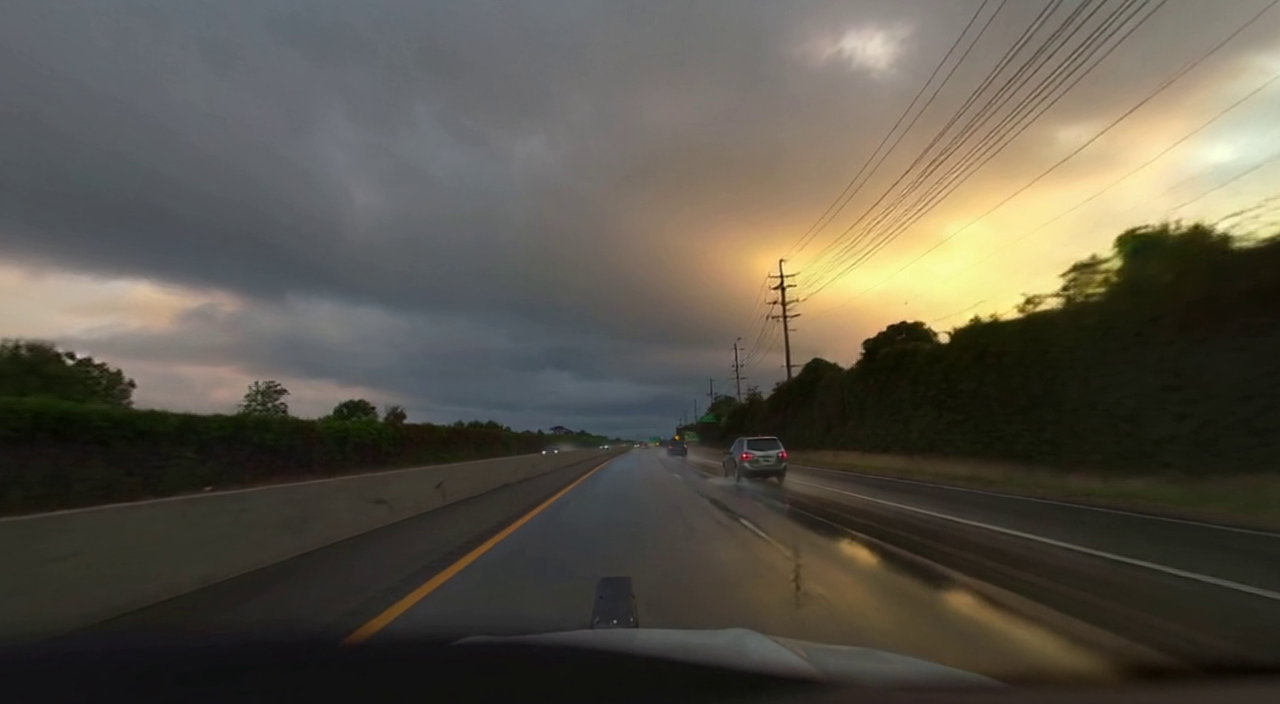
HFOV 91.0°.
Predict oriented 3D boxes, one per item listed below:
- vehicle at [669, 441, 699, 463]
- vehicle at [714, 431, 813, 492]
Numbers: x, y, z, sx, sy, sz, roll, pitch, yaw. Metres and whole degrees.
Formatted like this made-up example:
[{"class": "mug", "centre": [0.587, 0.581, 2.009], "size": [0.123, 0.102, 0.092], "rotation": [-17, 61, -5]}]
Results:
[{"class": "vehicle", "centre": [3.174, 7.294, 46.183], "size": [1.868, 1.507, 3.833], "rotation": [0, -8, -1]}, {"class": "vehicle", "centre": [3.533, 3.229, 18.949], "size": [1.977, 1.581, 4.428], "rotation": [0, -8, -1]}]
